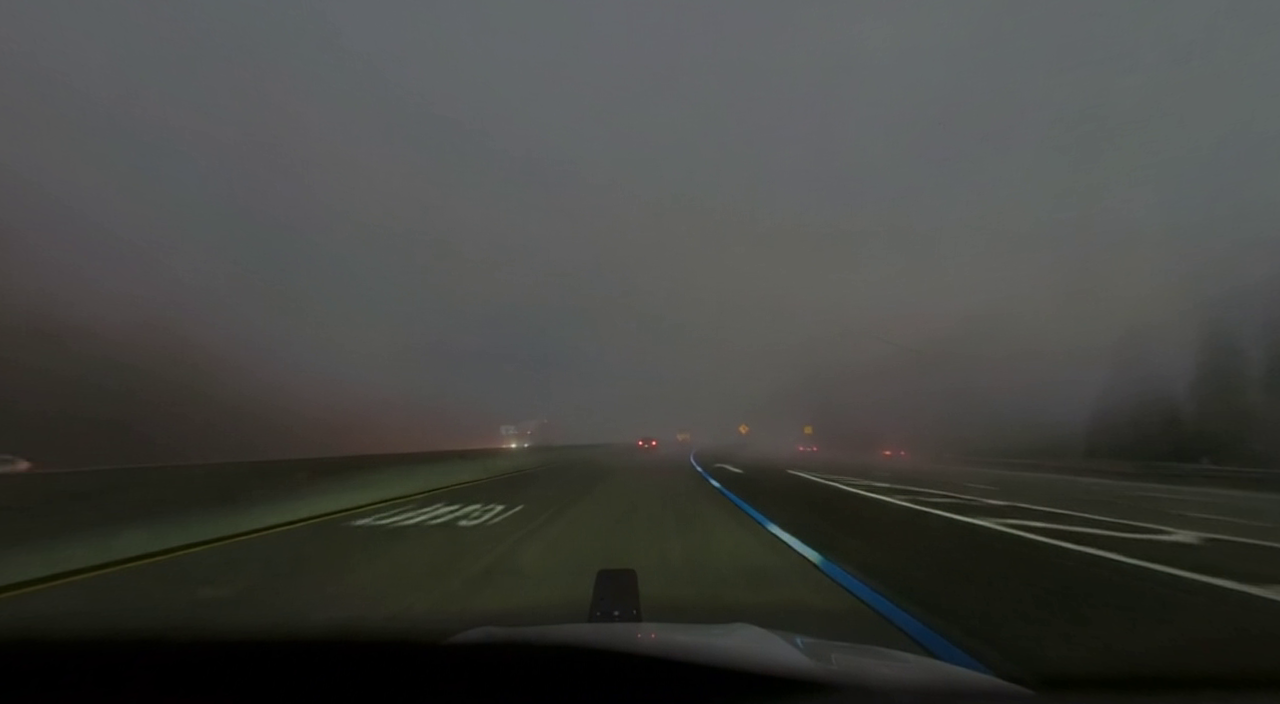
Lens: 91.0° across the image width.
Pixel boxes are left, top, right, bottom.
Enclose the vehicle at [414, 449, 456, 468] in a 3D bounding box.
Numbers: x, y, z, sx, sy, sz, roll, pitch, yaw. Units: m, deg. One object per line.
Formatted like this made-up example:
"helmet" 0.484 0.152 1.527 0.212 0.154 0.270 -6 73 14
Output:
"vehicle" -14.742 7.684 45.436 1.651 1.224 3.682 -1 -8 3
